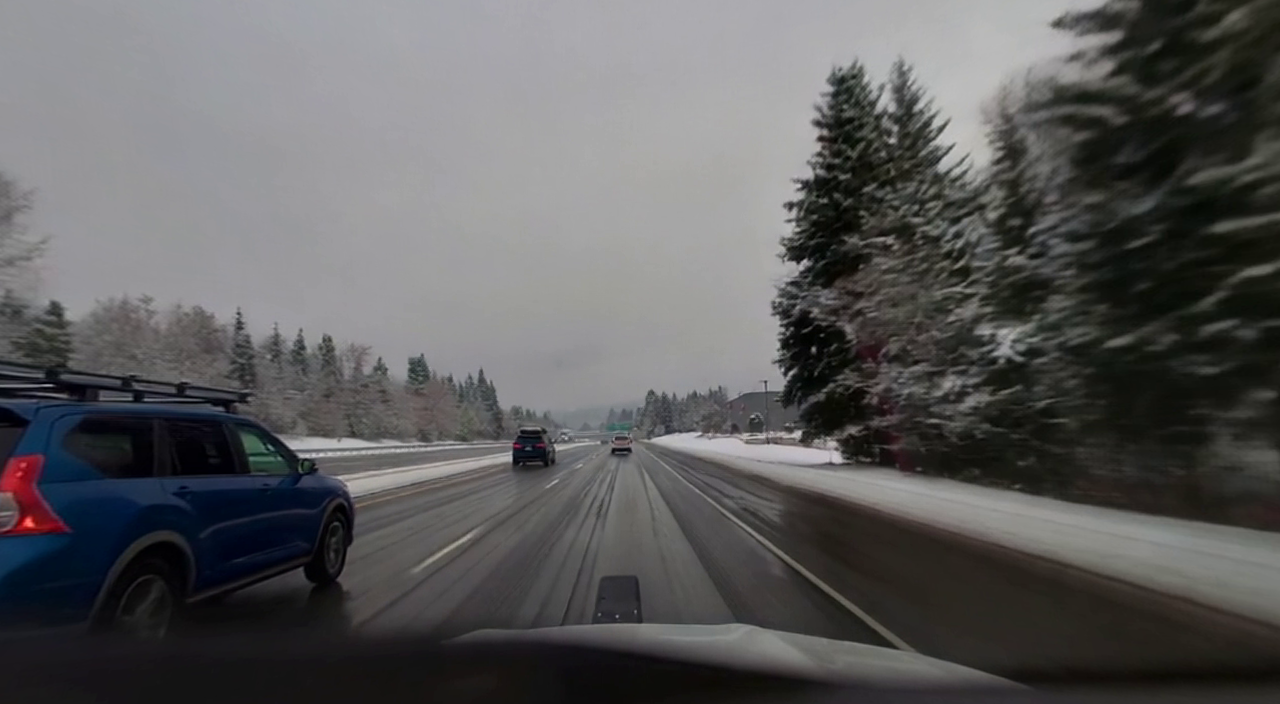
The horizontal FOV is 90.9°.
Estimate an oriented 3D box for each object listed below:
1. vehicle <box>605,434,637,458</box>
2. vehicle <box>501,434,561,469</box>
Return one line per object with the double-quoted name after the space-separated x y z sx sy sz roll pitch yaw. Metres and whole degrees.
-1.294 6.635 44.562 2.151 1.618 3.898 0 -8 -1 "vehicle"
-5.244 4.849 30.958 2.189 1.580 4.607 0 -8 0 "vehicle"
